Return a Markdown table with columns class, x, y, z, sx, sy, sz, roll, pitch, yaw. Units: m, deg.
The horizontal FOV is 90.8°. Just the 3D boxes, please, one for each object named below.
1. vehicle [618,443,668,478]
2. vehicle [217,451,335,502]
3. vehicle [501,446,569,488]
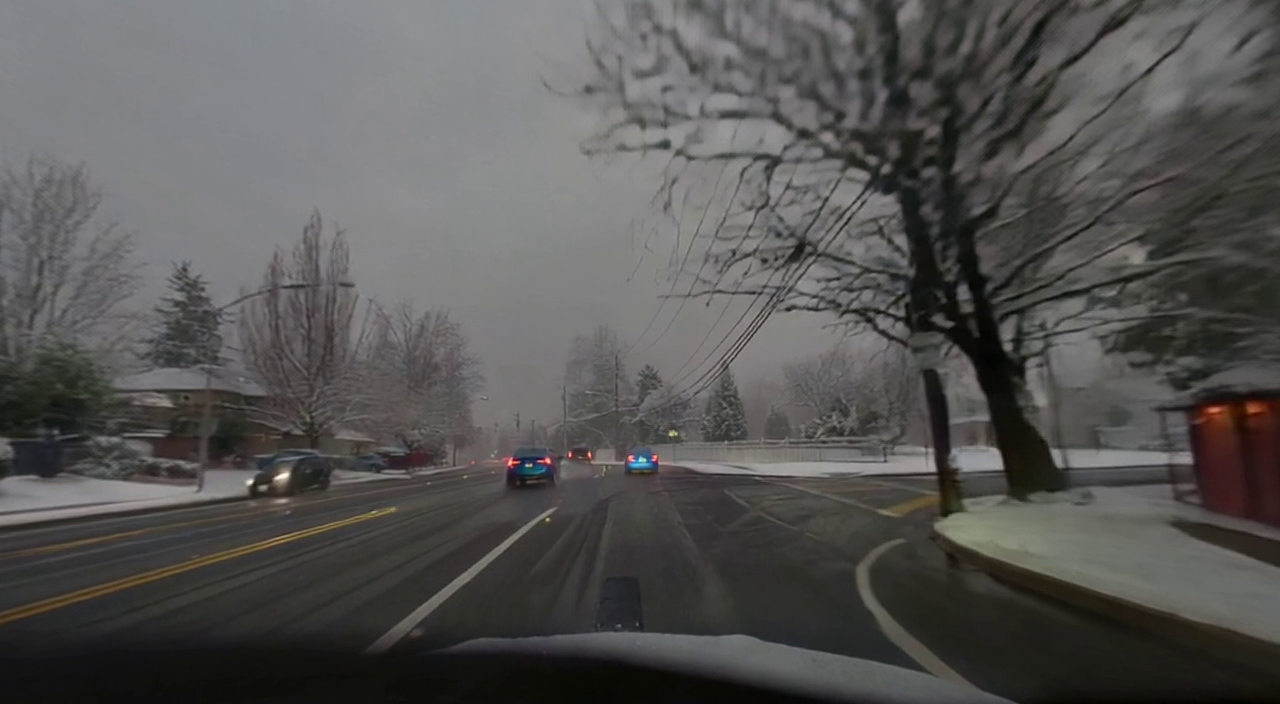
| class | x | y | z | sx | sy | sz | roll | pitch | yaw |
| --- | --- | --- | --- | --- | --- | --- | --- | --- | --- |
| vehicle | 0.071 | 5.060 | 29.667 | 2.168 | 1.504 | 4.284 | 0 | -9 | -2 |
| vehicle | -14.350 | 4.902 | 25.295 | 2.083 | 1.817 | 4.532 | 0 | -9 | -1 |
| vehicle | -3.863 | 4.279 | 23.934 | 1.913 | 1.425 | 4.235 | 0 | -9 | -1 |
